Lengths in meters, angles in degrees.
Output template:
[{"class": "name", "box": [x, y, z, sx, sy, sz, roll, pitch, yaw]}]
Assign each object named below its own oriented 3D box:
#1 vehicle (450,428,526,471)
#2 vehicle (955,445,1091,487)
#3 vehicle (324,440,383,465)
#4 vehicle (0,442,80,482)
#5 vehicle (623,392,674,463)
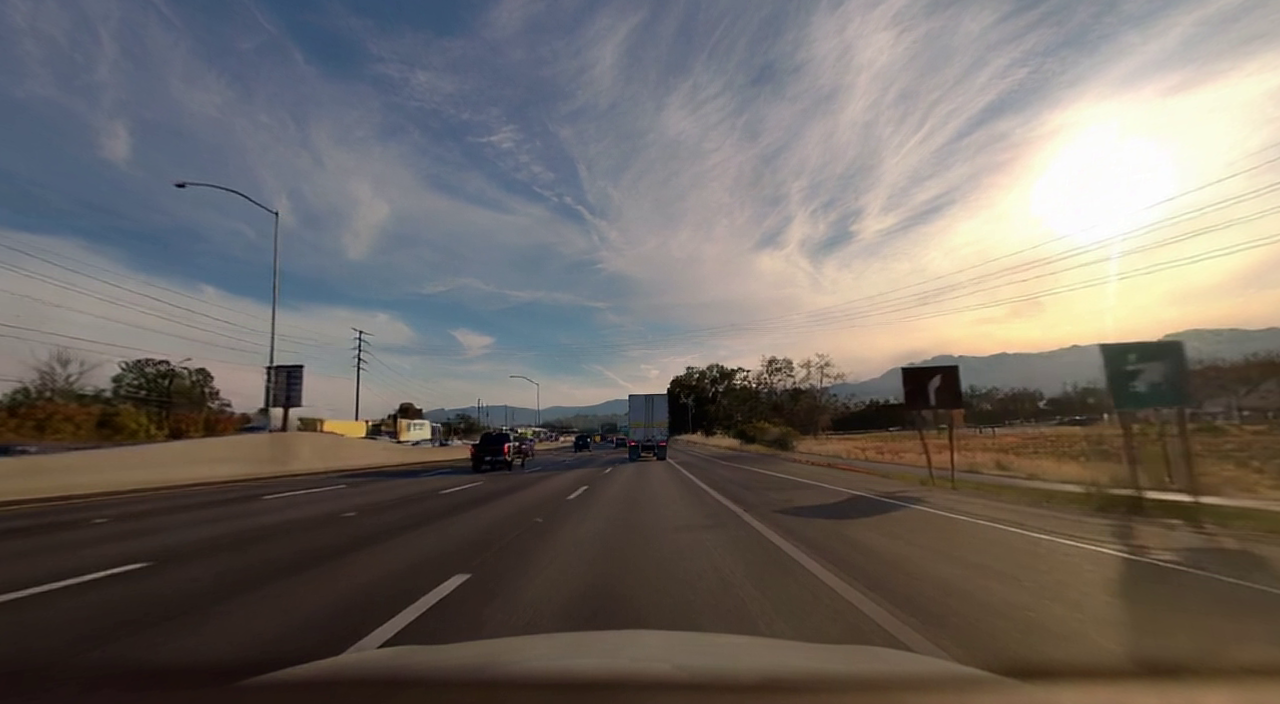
[{"class": "vehicle", "box": [-6.972, 4.560, 29.647, 2.197, 1.847, 5.364, 0, -8, 1]}, {"class": "vehicle", "box": [15.204, 4.534, 25.433, 1.757, 1.437, 4.897, 4, -9, -12]}, {"class": "vehicle", "box": [-17.607, 6.186, 38.995, 1.709, 1.442, 4.029, 0, -8, 1]}, {"class": "vehicle", "box": [-25.568, 4.381, 25.275, 1.956, 1.553, 4.530, 0, -8, 1]}, {"class": "vehicle", "box": [0.686, 5.096, 41.519, 2.879, 4.027, 11.243, 0, -8, 2]}]
